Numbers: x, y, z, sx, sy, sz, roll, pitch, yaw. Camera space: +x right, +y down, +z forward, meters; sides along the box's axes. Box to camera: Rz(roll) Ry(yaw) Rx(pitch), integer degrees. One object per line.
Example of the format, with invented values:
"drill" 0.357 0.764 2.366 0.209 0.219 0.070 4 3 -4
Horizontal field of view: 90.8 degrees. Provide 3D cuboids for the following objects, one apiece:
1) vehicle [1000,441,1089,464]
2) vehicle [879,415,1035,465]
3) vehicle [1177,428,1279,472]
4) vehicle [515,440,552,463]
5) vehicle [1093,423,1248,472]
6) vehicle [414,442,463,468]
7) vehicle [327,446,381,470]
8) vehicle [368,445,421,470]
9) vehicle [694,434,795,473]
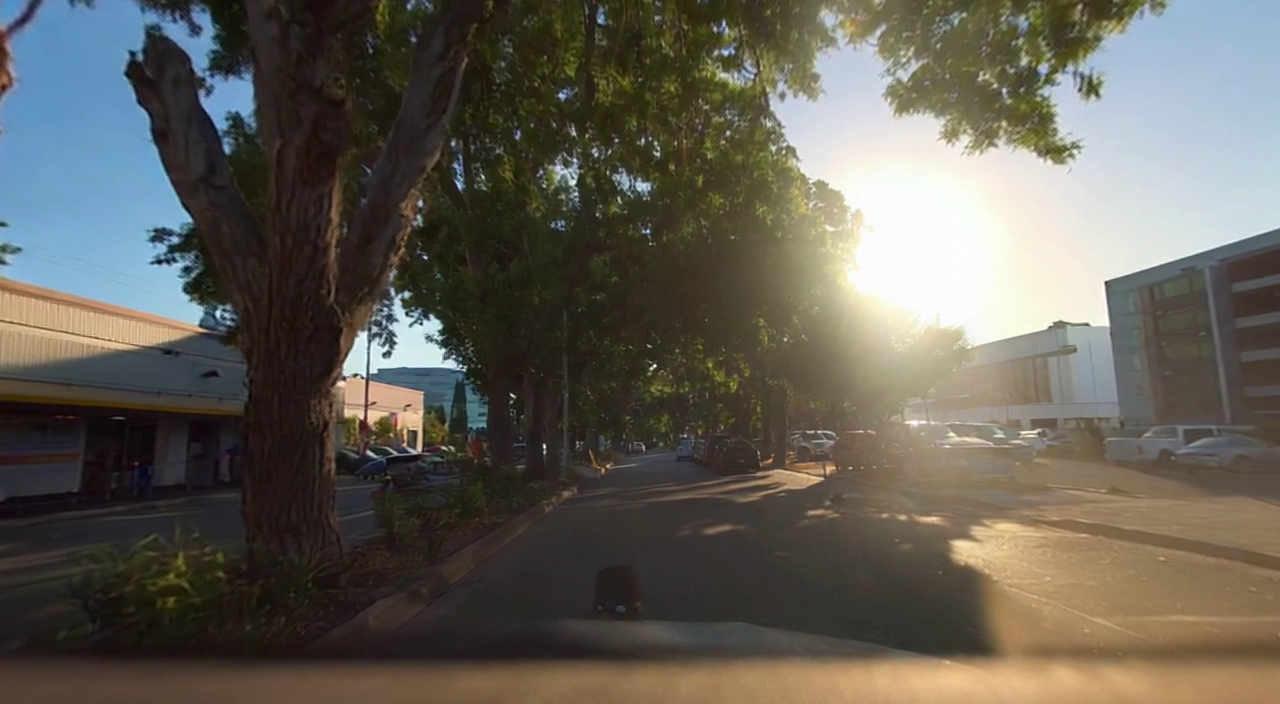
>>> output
"vehicle" 26.395 6.565 41.268 4.558 1.452 1.790 0 -8 -1
"vehicle" 13.680 3.850 27.566 5.540 2.045 2.259 0 -8 -2
"vehicle" 26.481 4.235 27.308 4.591 1.808 2.016 0 -9 0
"vehicle" -7.784 7.325 46.641 1.993 1.640 4.457 0 -8 -1
"vehicle" 25.657 4.610 30.708 5.596 2.168 2.307 2 -8 -4
"vehicle" -14.268 7.293 44.983 1.888 1.657 4.138 0 -8 4
"vehicle" -20.139 7.466 44.653 1.880 1.617 3.870 0 -8 1
"vehicle" -17.126 7.357 44.286 1.850 1.531 4.256 0 -8 4
"vehicle" 5.063 4.876 30.430 4.626 1.723 1.939 5 -10 -33
